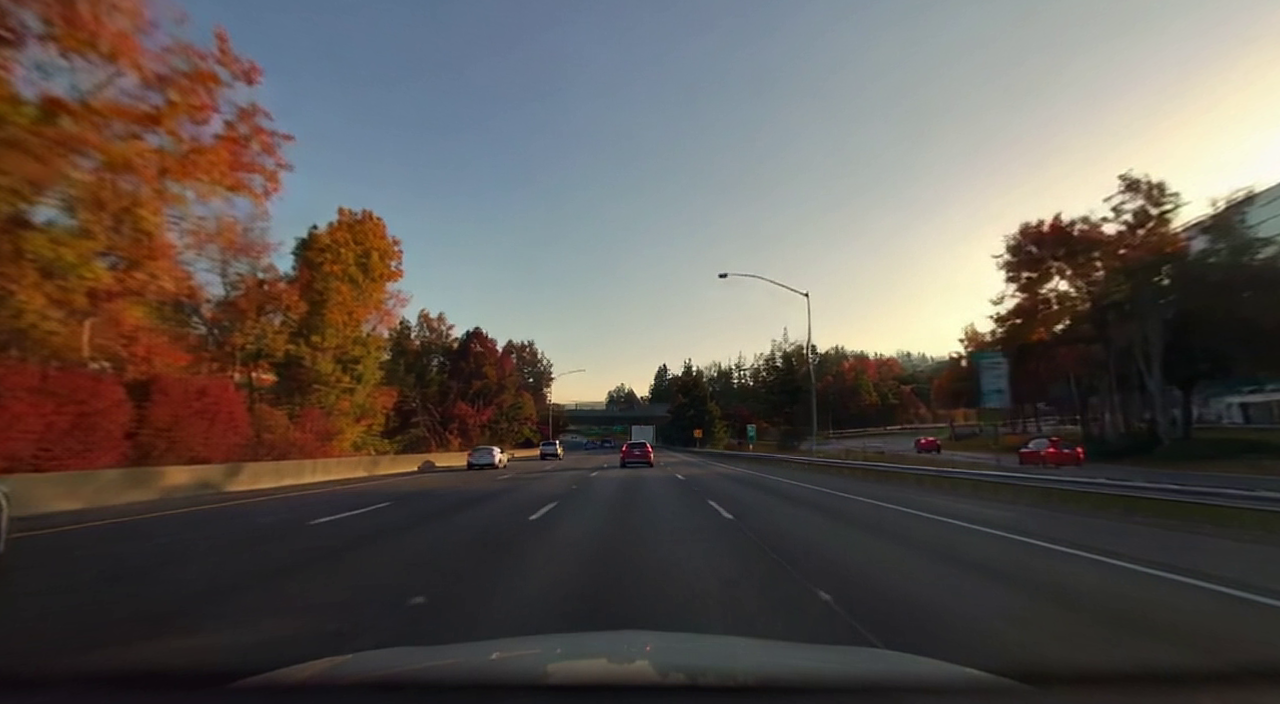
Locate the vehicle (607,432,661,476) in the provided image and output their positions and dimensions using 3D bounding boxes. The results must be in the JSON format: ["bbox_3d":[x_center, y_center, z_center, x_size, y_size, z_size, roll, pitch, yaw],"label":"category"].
[{"bbox_3d":[-0.241,4.651,28.916,2.245,1.863,4.801,0,-9,0],"label":"vehicle"}]

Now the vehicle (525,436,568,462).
[{"bbox_3d":[-7.192,7.609,49.340,2.328,1.927,5.880,0,-9,1],"label":"vehicle"}]

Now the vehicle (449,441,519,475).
[{"bbox_3d":[-7.314,5.004,30.019,2.074,1.495,4.643,0,-9,1],"label":"vehicle"}]

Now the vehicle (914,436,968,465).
[{"bbox_3d":[20.327,6.651,42.760,2.242,1.835,4.667,-2,-9,12],"label":"vehicle"}]

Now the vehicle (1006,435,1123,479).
[{"bbox_3d":[17.683,4.383,26.567,2.019,1.657,4.582,-1,-9,5],"label":"vehicle"}]
